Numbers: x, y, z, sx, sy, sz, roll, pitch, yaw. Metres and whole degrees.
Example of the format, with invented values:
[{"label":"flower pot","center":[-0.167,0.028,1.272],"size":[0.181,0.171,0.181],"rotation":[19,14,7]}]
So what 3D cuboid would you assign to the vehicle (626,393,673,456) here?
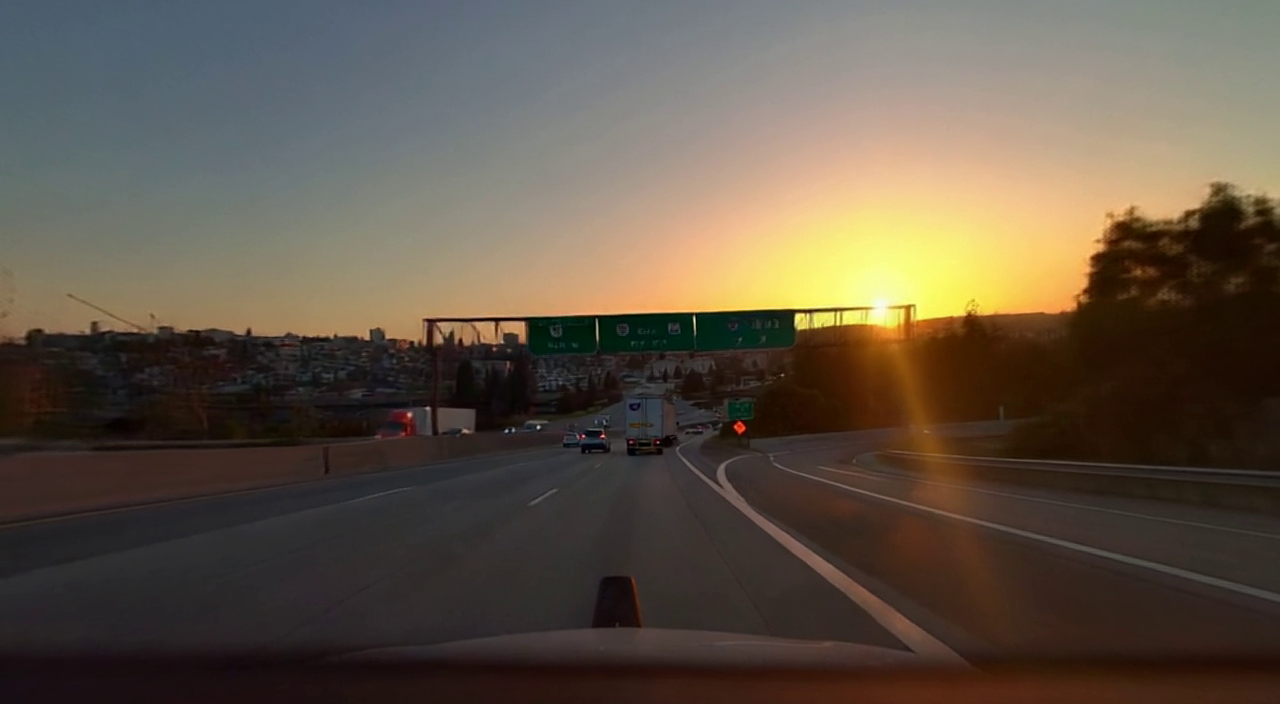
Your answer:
[{"label":"vehicle","center":[0.819,5.350,45.769],"size":[3.024,4.019,10.605],"rotation":[0,-8,2]}]

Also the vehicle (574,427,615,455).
[{"label":"vehicle","center":[-2.962,5.941,42.150],"size":[2.119,1.787,4.655],"rotation":[0,-8,3]}]
